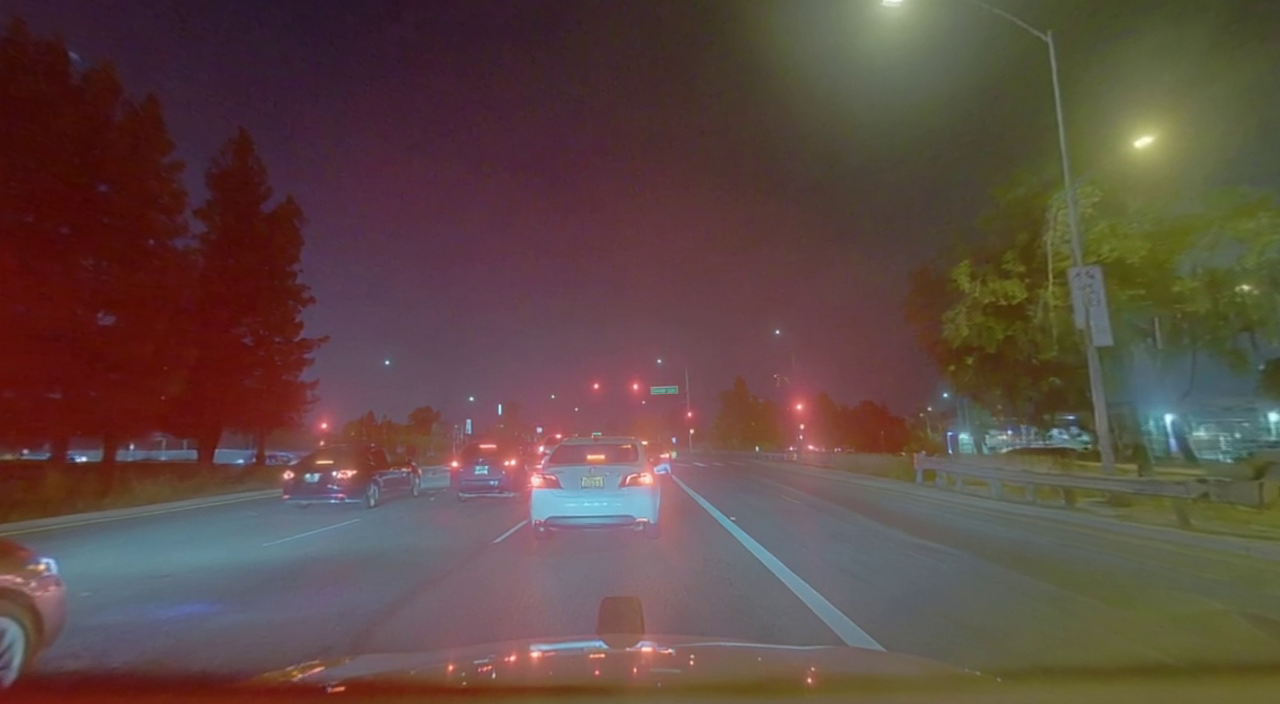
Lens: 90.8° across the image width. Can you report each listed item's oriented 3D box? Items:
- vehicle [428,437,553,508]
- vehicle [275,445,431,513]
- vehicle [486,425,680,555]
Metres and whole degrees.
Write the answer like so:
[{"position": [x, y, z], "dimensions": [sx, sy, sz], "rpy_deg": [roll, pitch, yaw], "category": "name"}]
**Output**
[{"position": [-3.474, 2.882, 15.653], "dimensions": [1.920, 1.480, 4.549], "rpy_deg": [0, -8, 1], "category": "vehicle"}, {"position": [-7.025, 3.111, 16.084], "dimensions": [1.852, 1.458, 4.422], "rpy_deg": [0, -8, 0], "category": "vehicle"}, {"position": [-0.672, 1.924, 9.584], "dimensions": [2.231, 1.481, 4.489], "rpy_deg": [0, -8, -1], "category": "vehicle"}]
